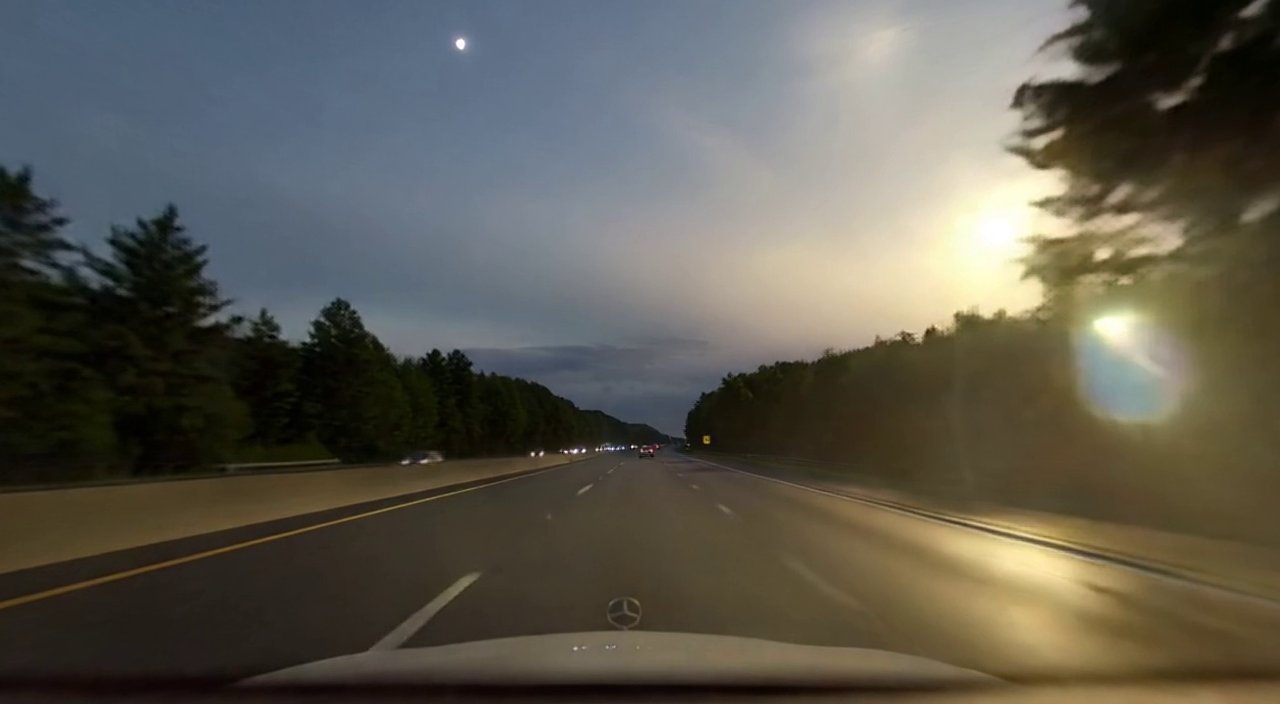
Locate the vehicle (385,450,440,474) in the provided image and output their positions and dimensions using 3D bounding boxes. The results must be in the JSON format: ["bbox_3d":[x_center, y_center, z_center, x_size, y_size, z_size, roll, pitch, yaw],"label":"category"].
[{"bbox_3d":[-15.305,7.407,42.680,1.831,1.502,4.883,0,-9,1],"label":"vehicle"}]
